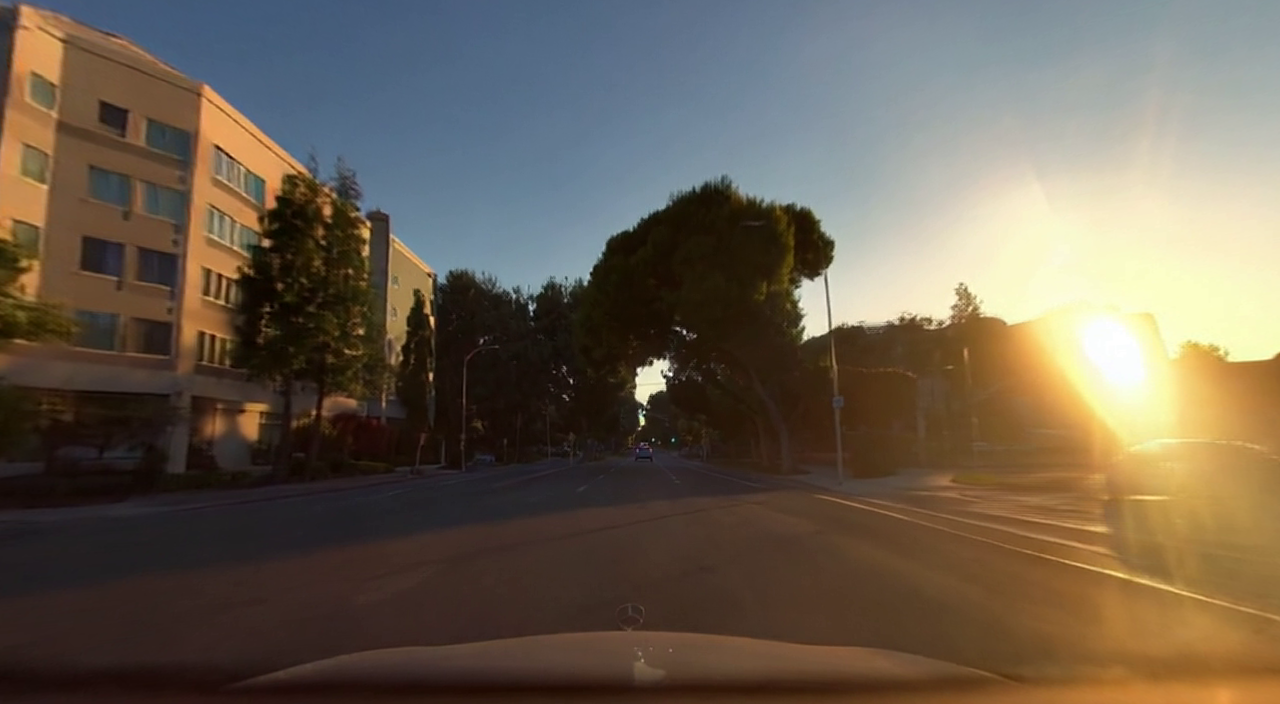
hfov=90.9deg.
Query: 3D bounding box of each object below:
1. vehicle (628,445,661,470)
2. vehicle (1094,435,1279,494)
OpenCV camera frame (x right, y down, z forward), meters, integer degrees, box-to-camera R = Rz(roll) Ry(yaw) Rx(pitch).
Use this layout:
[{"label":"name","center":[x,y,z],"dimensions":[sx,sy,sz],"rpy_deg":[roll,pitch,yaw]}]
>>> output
[{"label":"vehicle","center":[0.335,7.383,44.396],"dimensions":[2.200,1.653,4.127],"rpy_deg":[0,-8,1]},{"label":"vehicle","center":[15.411,2.993,16.938],"dimensions":[4.824,1.462,1.974],"rpy_deg":[0,-9,0]}]
